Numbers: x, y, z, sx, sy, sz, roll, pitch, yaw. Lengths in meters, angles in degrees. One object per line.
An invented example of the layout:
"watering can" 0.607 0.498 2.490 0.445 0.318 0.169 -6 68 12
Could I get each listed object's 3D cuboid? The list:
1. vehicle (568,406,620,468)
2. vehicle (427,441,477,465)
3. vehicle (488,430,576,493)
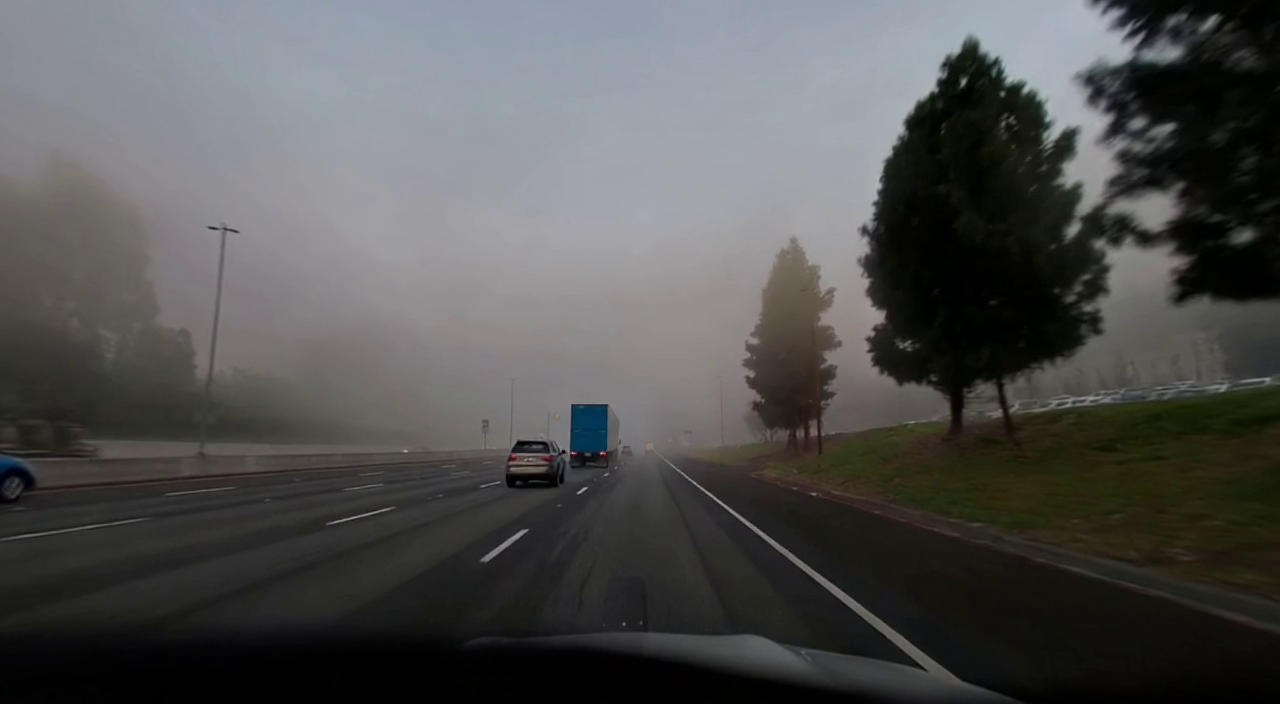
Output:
"vehicle" -3.288 6.605 48.488 2.905 4.037 12.921 0 -8 1
"vehicle" -13.625 7.336 45.989 2.017 1.685 4.732 0 -8 1
"vehicle" -3.415 3.563 20.843 2.058 1.840 4.443 0 -8 1
